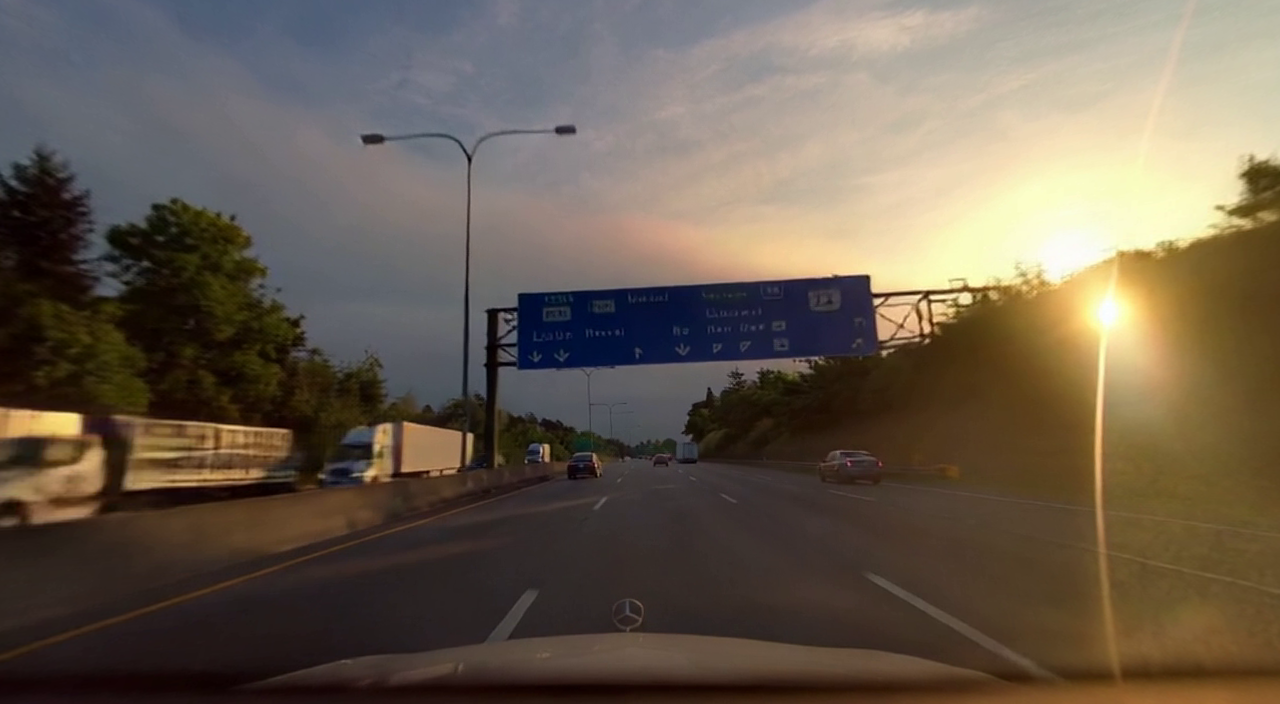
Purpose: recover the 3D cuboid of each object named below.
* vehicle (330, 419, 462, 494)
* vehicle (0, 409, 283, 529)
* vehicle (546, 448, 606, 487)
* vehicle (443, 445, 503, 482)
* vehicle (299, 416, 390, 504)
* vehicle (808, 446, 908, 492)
[{"bbox_3d":[-15.200,6.765,41.192,2.975,4.006,13.924,0,-9,0],"label":"vehicle"},{"bbox_3d":[-18.831,4.494,25.180,2.761,3.716,10.785,0,-9,0],"label":"vehicle"},{"bbox_3d":[-2.741,5.104,28.157,2.191,1.563,4.318,0,-9,0],"label":"vehicle"},{"bbox_3d":[-11.296,7.586,43.298,2.334,2.350,6.510,0,-9,0],"label":"vehicle"},{"bbox_3d":[-15.274,5.578,32.869,2.923,4.280,3.390,0,-9,0],"label":"vehicle"},{"bbox_3d":[7.701,4.162,22.808,1.943,1.493,4.507,0,-9,-1],"label":"vehicle"}]
